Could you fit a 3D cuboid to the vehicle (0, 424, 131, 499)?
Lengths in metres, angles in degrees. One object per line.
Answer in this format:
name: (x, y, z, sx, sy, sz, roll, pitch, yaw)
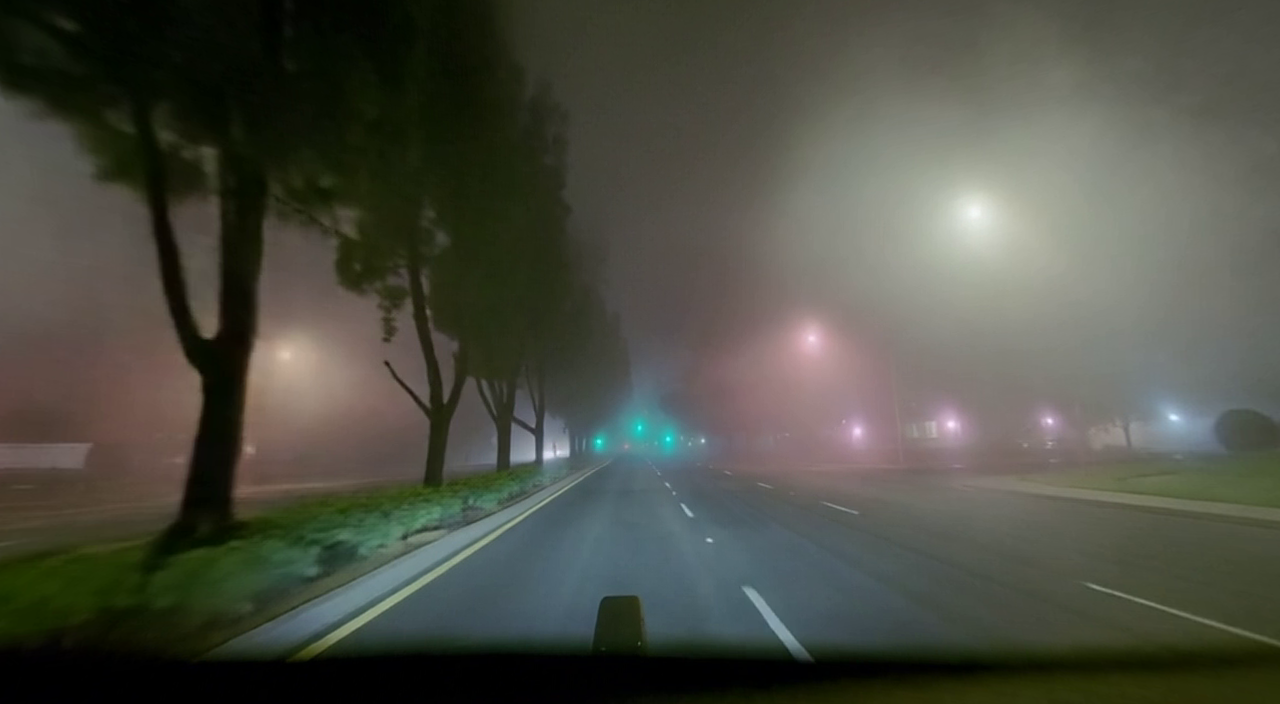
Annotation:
vehicle: (-28.936, 5.164, 29.230, 8.492, 3.055, 3.116, -4, -9, 6)
